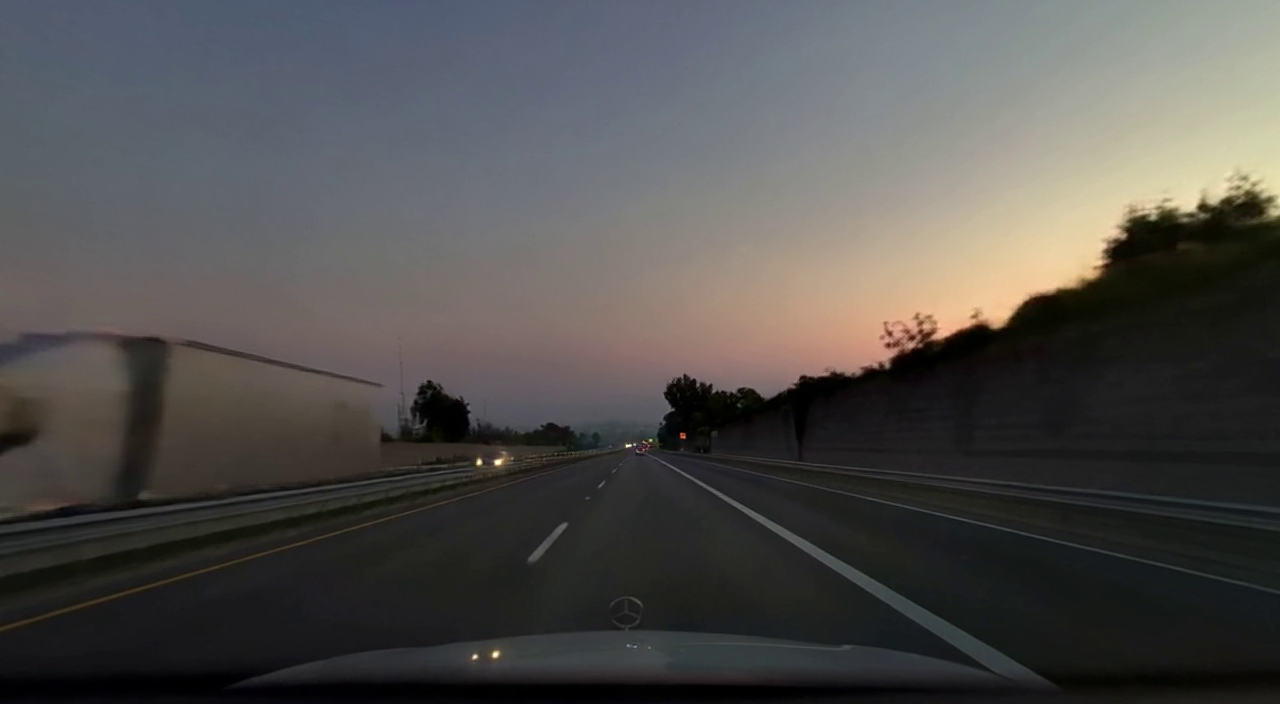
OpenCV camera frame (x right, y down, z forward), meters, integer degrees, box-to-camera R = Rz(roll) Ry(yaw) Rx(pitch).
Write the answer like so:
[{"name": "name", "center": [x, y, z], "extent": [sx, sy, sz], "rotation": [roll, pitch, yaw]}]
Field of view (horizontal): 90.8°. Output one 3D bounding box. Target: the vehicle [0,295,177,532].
[{"name": "vehicle", "center": [-11.926, 1.130, 11.064], "extent": [2.945, 3.831, 5.831], "rotation": [0, -9, 0]}]
